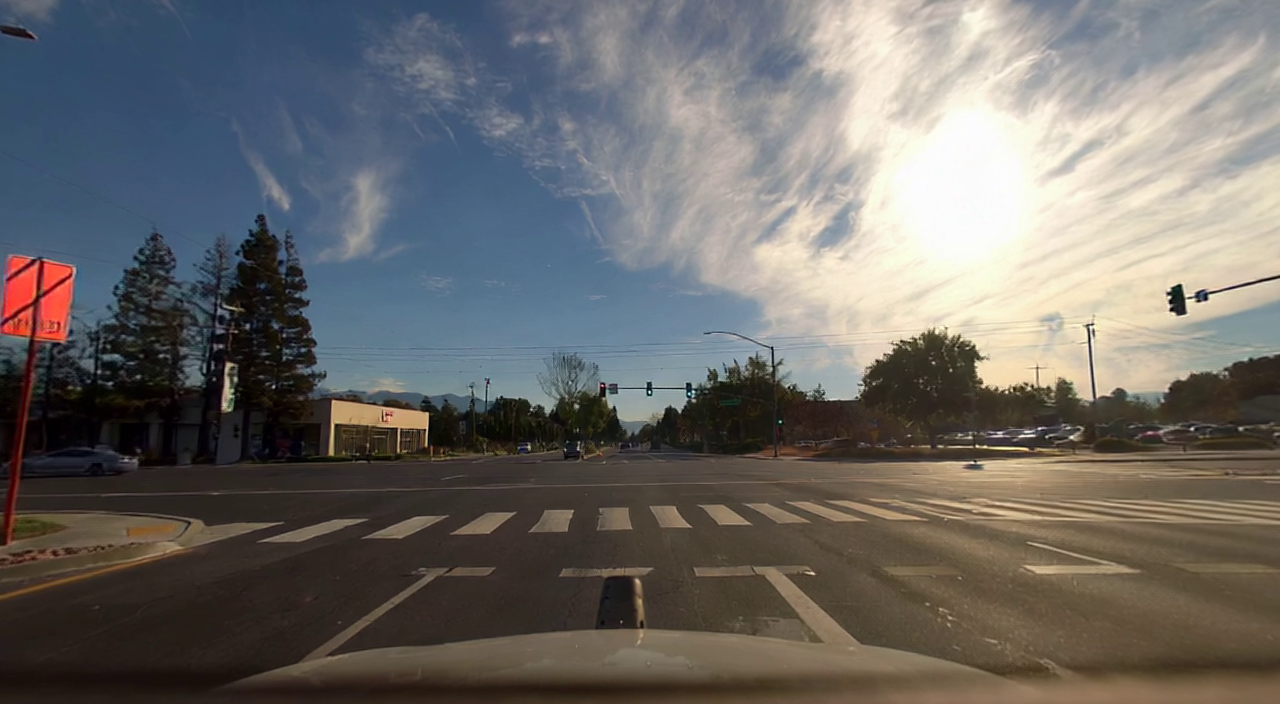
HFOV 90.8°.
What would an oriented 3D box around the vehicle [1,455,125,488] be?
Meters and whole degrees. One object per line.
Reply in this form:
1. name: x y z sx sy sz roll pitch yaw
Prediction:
1. vehicle: -27.007 5.549 29.627 4.325 1.425 2.045 -2 -9 12
